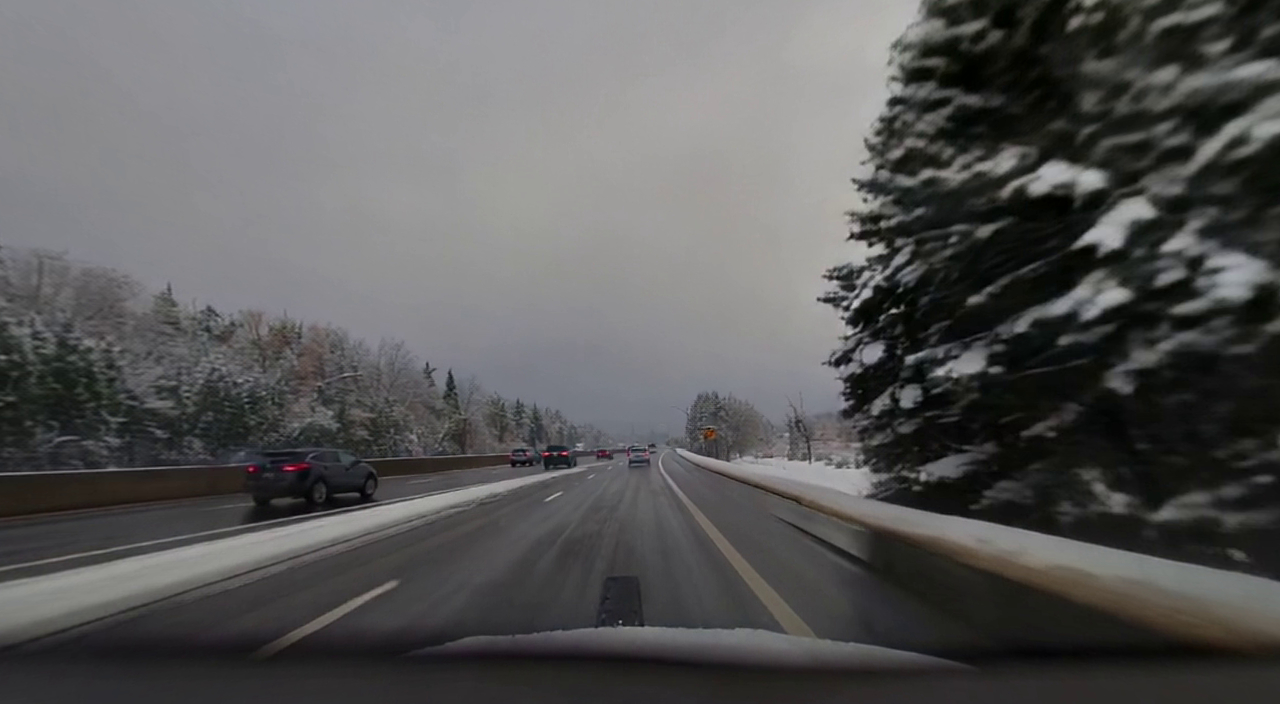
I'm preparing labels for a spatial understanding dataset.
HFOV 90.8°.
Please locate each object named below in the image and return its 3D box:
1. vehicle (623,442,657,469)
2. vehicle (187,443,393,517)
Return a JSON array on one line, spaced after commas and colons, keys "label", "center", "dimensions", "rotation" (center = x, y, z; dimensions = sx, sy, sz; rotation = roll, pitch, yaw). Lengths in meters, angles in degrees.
[{"label": "vehicle", "center": [0.053, 7.065, 43.376], "dimensions": [2.179, 1.742, 4.396], "rotation": [-1, -8, 1]}, {"label": "vehicle", "center": [-8.430, 3.094, 15.926], "dimensions": [2.102, 1.562, 4.884], "rotation": [-1, -8, 5]}]
